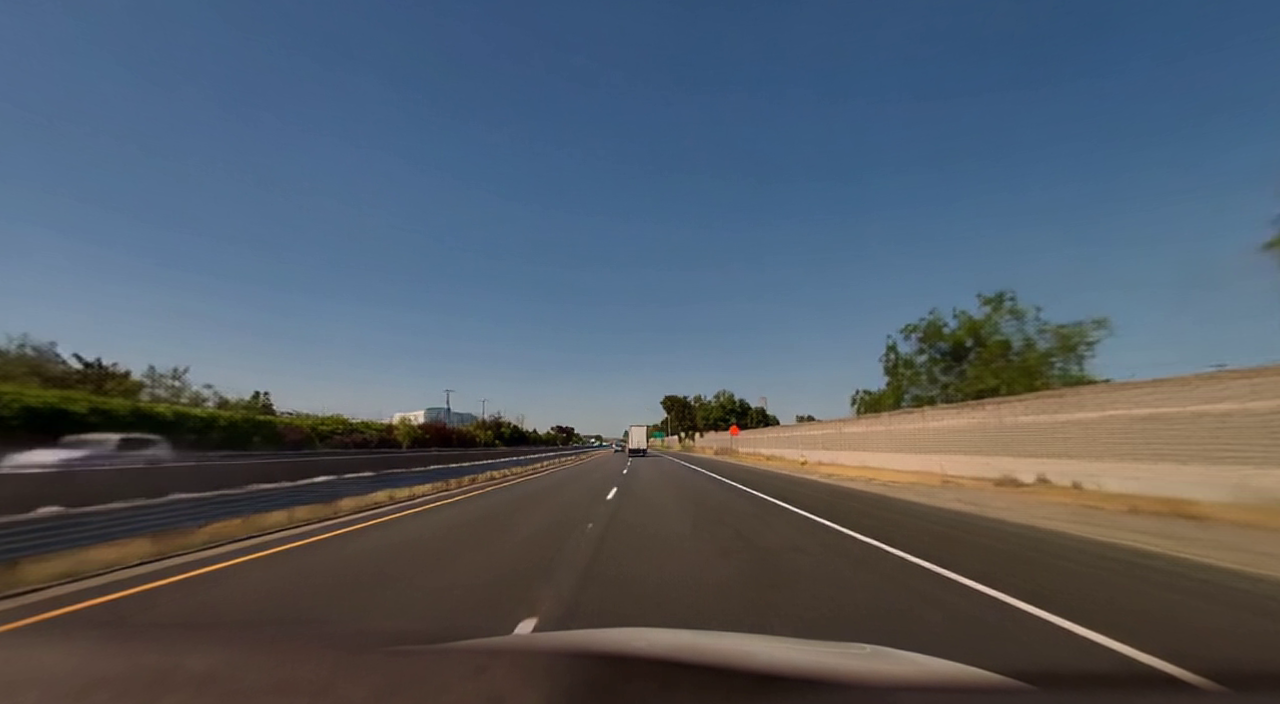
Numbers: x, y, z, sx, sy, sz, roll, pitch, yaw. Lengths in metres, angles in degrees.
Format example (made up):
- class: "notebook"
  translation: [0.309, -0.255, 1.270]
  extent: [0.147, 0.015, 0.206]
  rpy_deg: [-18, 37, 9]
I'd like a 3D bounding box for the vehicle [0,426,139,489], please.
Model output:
- class: "vehicle"
  translation: [-15.343, 2.711, 16.428]
  extent: [1.650, 1.455, 3.511]
  rpy_deg: [0, -8, -1]
